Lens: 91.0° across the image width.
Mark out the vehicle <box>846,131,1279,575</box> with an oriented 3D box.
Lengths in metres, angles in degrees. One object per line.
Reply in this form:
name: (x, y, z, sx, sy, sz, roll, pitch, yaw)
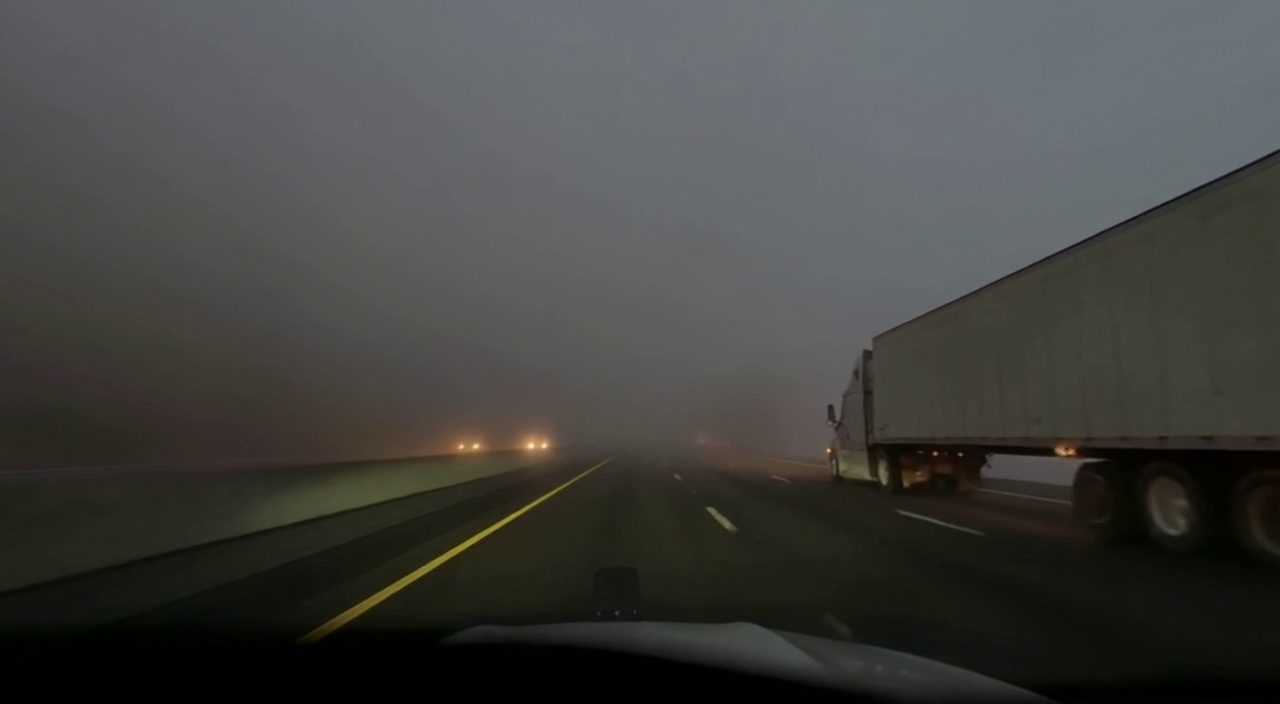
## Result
vehicle: (7.374, 0.725, 10.862, 2.885, 4.075, 13.981, 0, -8, 0)
